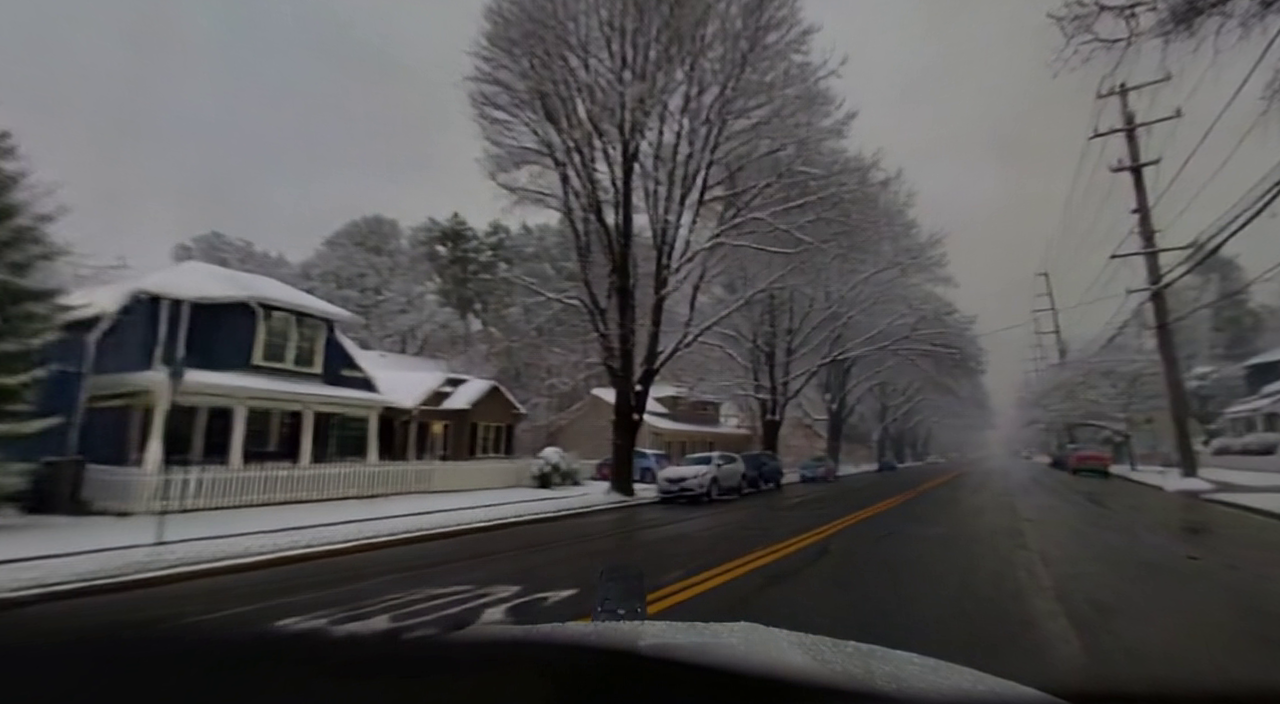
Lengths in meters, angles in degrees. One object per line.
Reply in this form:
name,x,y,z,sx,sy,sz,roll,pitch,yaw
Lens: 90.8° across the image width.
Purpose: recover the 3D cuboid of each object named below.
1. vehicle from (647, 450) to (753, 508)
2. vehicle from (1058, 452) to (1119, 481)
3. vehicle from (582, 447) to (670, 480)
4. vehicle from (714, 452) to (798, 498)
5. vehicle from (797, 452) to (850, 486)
vehicle,2.221,4.347,22.203,1.975,1.775,4.509,-5,-10,30
vehicle,25.493,6.513,36.081,2.052,1.476,4.438,-7,-11,26
vehicle,-0.804,6.227,35.613,4.492,1.725,2.033,-4,-9,26
vehicle,4.964,5.097,26.622,1.913,1.723,4.318,-6,-10,32
vehicle,10.654,6.723,36.551,1.970,1.785,4.274,-5,-10,29
